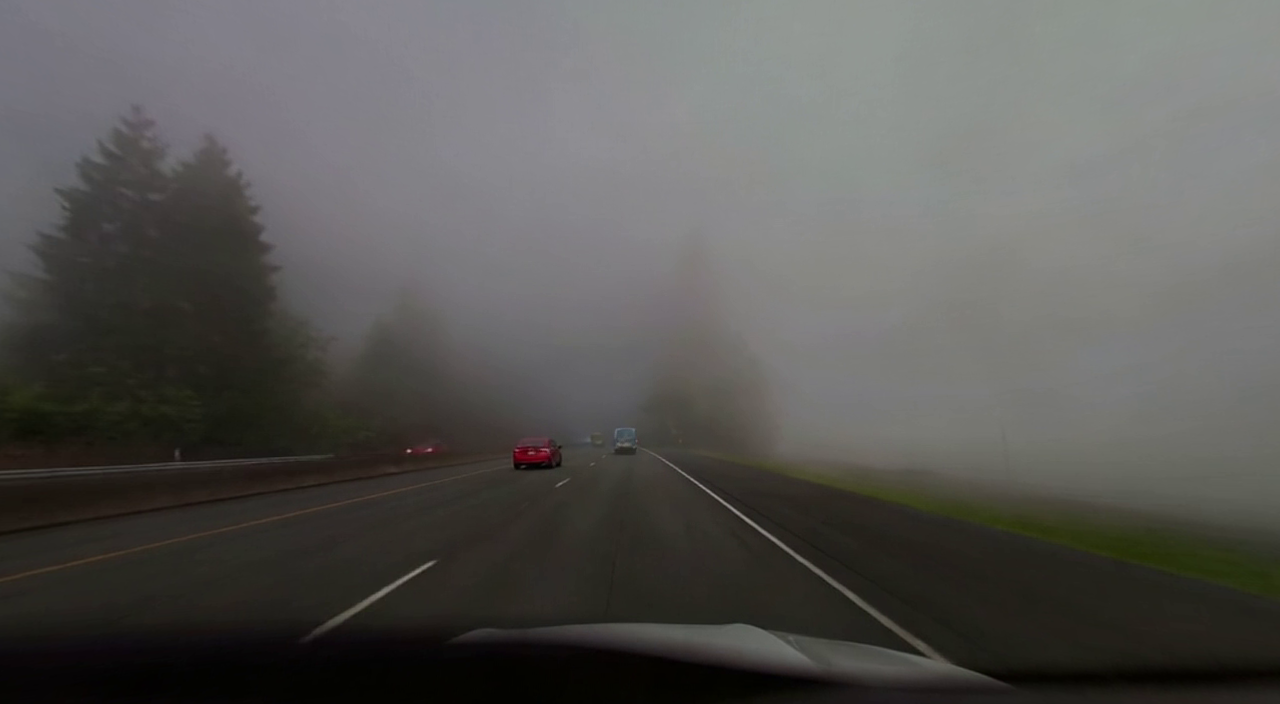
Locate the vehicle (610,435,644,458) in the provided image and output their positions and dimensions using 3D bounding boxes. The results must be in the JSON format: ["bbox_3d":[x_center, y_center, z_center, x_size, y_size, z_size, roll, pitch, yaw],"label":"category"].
[{"bbox_3d":[-0.840,6.239,41.710,2.162,1.460,4.242,0,-8,0],"label":"vehicle"}]

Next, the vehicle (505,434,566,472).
[{"bbox_3d":[-4.309,4.202,26.528,1.907,1.445,4.049,0,-8,-1],"label":"vehicle"}]
